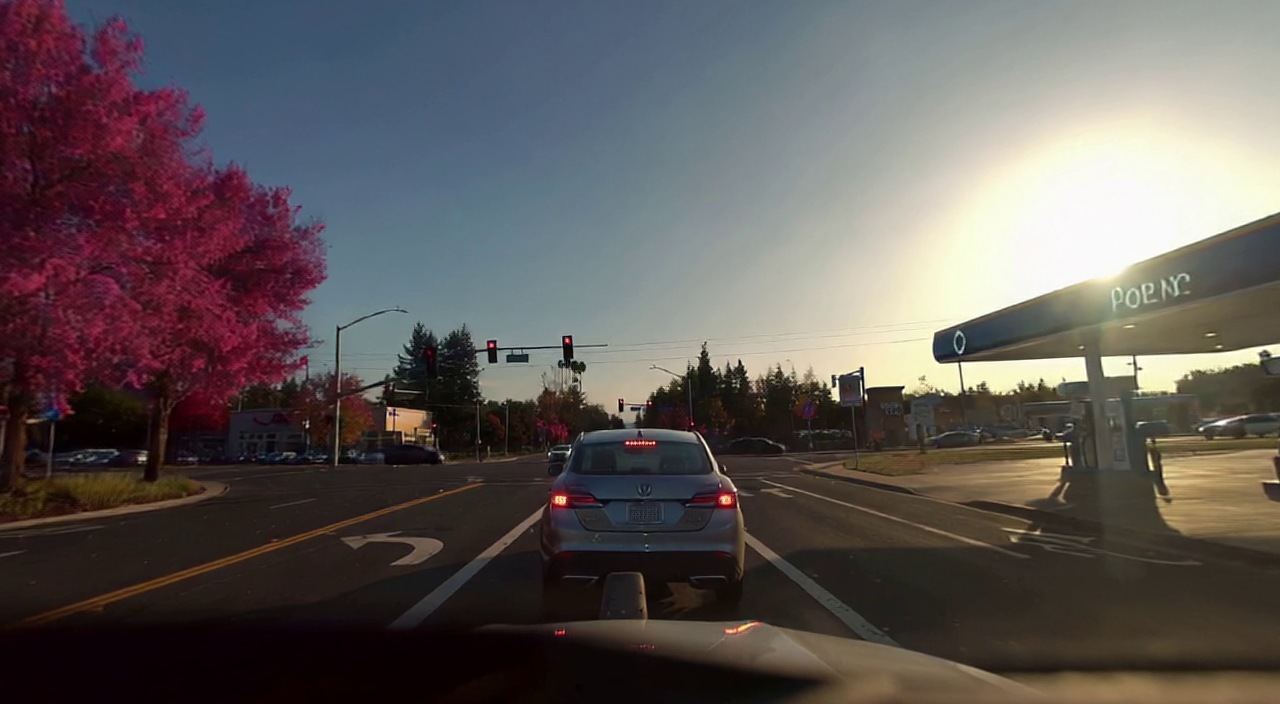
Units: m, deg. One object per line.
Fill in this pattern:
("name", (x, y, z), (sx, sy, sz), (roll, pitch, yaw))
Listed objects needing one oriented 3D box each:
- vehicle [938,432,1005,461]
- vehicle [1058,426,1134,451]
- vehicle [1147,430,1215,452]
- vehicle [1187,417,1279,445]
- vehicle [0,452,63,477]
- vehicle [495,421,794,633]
("vehicle", (18.385, 5.239, 34.859), (2.053, 1.495, 4.091), (-8, -12, 44))
("vehicle", (34.595, 6.595, 47.904), (4.294, 1.557, 1.744), (-4, -8, 1))
("vehicle", (40.937, 6.721, 47.715), (3.573, 1.432, 1.604), (-3, -8, 1))
("vehicle", (36.315, 4.860, 38.482), (1.848, 1.581, 4.475), (-1, -8, 3))
("vehicle", (-40.080, 7.111, 39.847), (4.813, 1.455, 1.889), (3, -9, -20))
("vehicle", (0.009, 1.537, 6.564), (2.112, 1.482, 4.057), (0, -8, -1))
